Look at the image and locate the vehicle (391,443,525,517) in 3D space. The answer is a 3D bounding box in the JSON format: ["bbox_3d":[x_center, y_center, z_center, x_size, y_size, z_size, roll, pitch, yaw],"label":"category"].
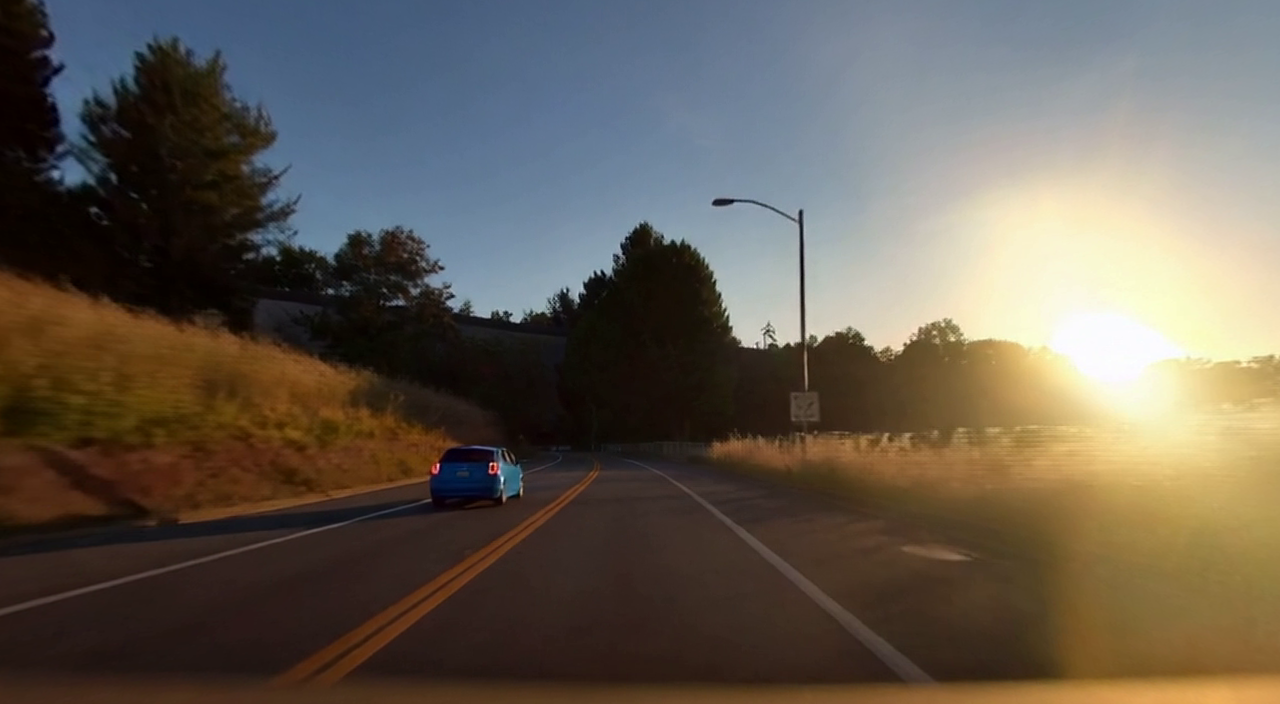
[{"bbox_3d":[-4.210,3.005,15.413,1.968,1.503,4.443,-1,-9,0],"label":"vehicle"}]
